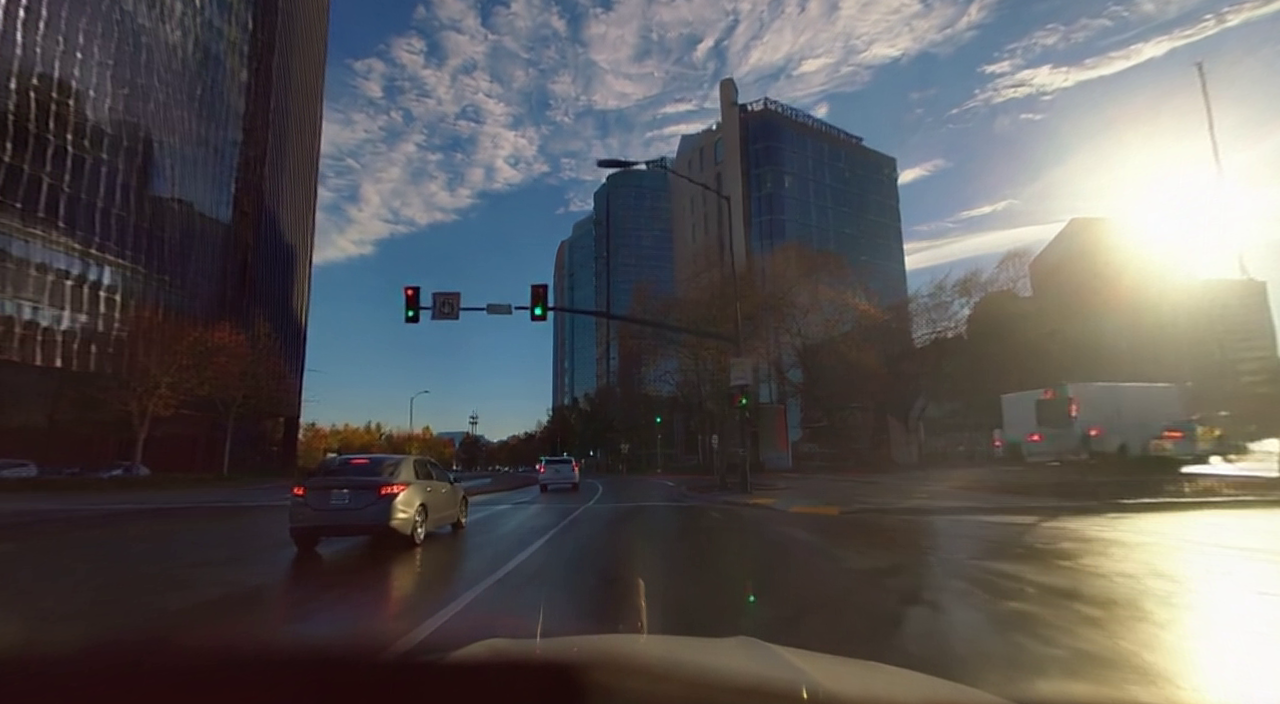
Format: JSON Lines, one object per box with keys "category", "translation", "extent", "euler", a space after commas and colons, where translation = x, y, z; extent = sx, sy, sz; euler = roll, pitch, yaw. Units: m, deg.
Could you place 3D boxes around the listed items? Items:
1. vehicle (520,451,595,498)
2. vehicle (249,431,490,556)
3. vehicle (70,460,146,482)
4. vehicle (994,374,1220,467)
{"category": "vehicle", "translation": [-3.497, 5.307, 27.815], "extent": [2.384, 1.849, 5.009], "euler": [0, -9, 2]}
{"category": "vehicle", "translation": [-4.397, 2.368, 11.294], "extent": [2.169, 1.741, 4.588], "euler": [0, -9, 1]}
{"category": "vehicle", "translation": [-38.119, 8.565, 45.131], "extent": [3.794, 1.481, 1.758], "euler": [-1, -11, 2]}
{"category": "vehicle", "translation": [15.758, 2.476, 21.735], "extent": [4.005, 2.827, 4.538], "euler": [2, -9, -10]}
